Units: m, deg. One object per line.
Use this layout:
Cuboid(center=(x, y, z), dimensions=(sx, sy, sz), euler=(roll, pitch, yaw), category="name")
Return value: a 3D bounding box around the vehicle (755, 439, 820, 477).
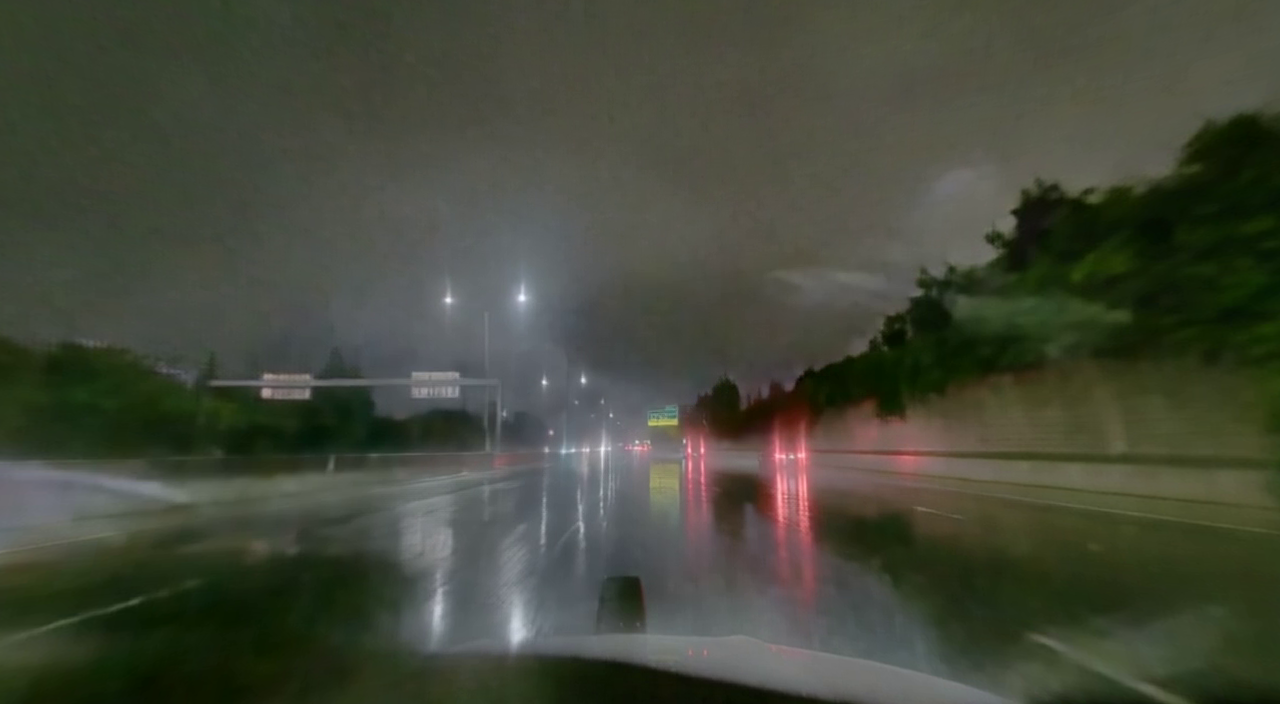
Cuboid(center=(7.432, 5.377, 32.214), dimensions=(2.167, 1.781, 4.340), euler=(0, -9, -1), category="vehicle")
